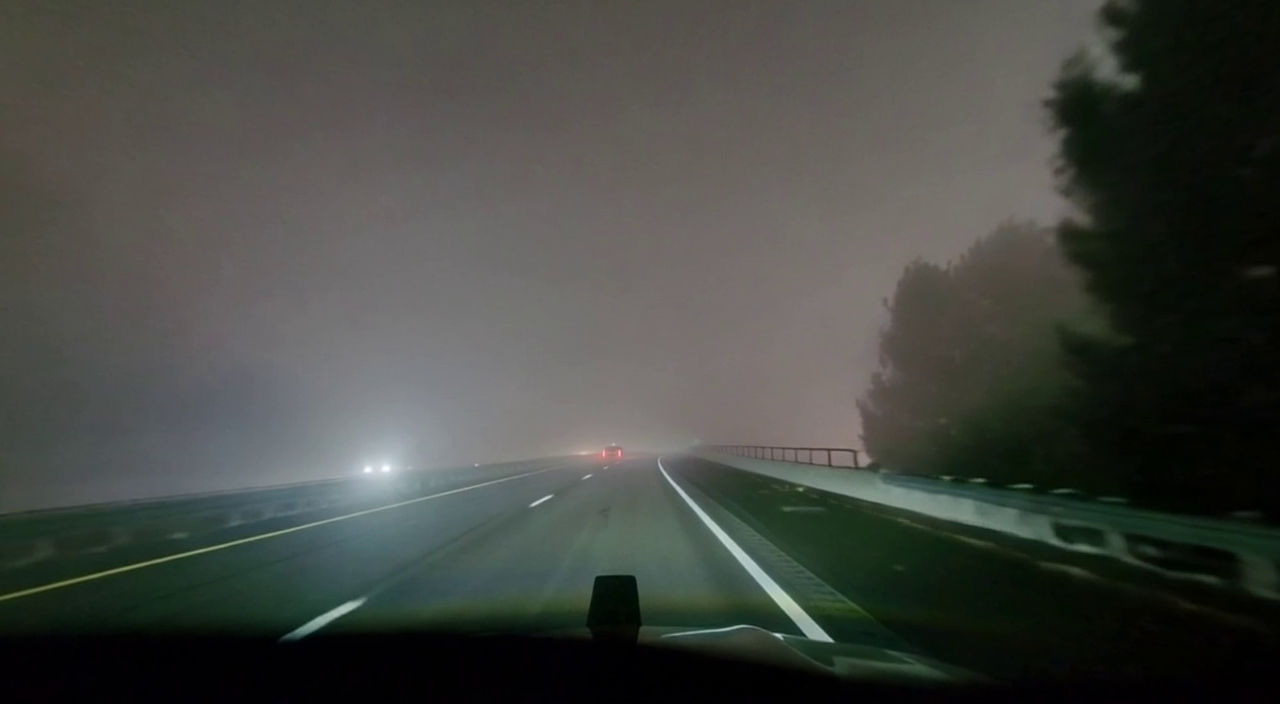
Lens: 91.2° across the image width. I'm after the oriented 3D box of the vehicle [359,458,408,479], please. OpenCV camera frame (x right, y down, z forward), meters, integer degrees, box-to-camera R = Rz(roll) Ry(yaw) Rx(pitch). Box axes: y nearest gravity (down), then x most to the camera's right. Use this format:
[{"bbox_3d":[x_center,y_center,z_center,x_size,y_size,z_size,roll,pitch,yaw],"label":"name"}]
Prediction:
[{"bbox_3d":[-20.046,9.072,49.155,1.900,1.506,4.258,0,-9,1],"label":"vehicle"}]
